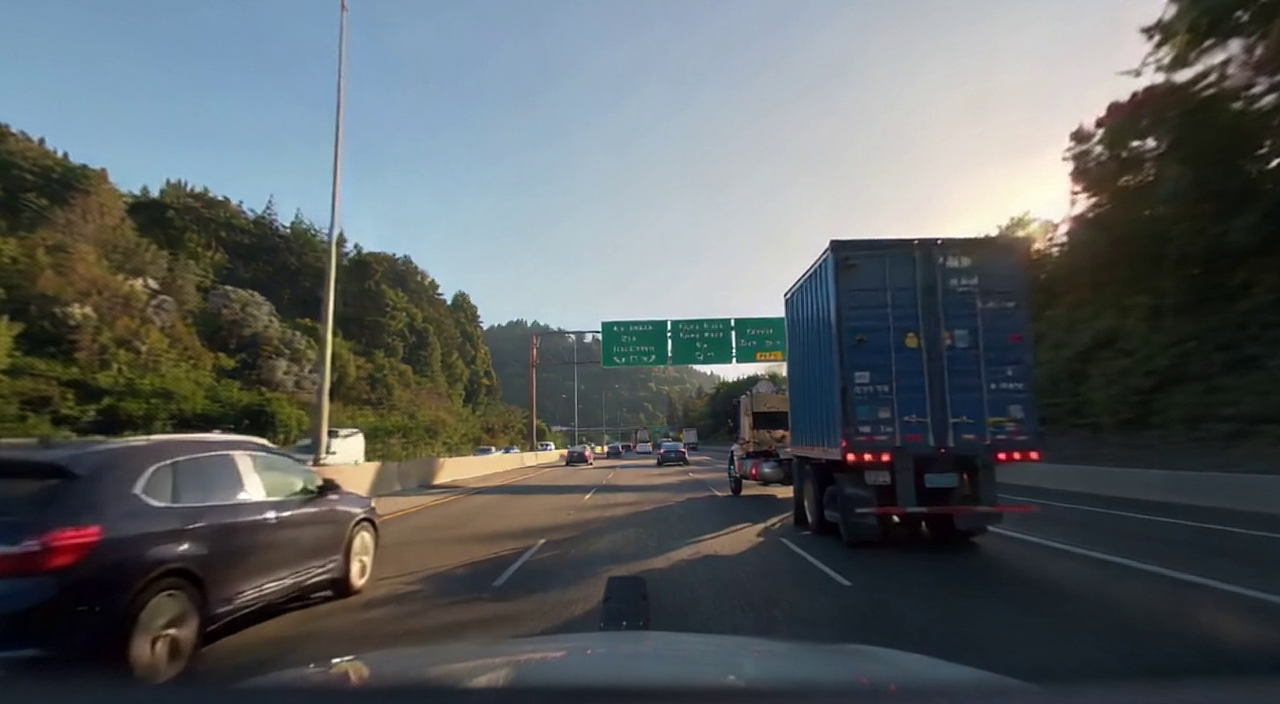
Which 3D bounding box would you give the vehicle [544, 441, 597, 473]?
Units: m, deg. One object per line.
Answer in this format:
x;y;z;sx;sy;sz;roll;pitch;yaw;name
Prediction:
-3.463;5.323;32.204;2.099;1.494;4.504;0;-8;1;vehicle

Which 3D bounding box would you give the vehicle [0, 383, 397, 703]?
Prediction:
-3.440;1.102;3.644;1.974;1.589;5.047;0;-8;1;vehicle

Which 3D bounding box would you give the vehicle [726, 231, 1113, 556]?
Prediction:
4.019;1.241;13.133;2.985;3.895;11.239;0;-8;1;vehicle

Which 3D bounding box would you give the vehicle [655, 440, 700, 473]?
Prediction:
1.840;5.118;31.085;2.040;1.461;4.822;-1;-8;3;vehicle

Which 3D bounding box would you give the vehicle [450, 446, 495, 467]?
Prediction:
-12.201;7.612;46.183;1.975;1.476;4.492;0;-8;1;vehicle
